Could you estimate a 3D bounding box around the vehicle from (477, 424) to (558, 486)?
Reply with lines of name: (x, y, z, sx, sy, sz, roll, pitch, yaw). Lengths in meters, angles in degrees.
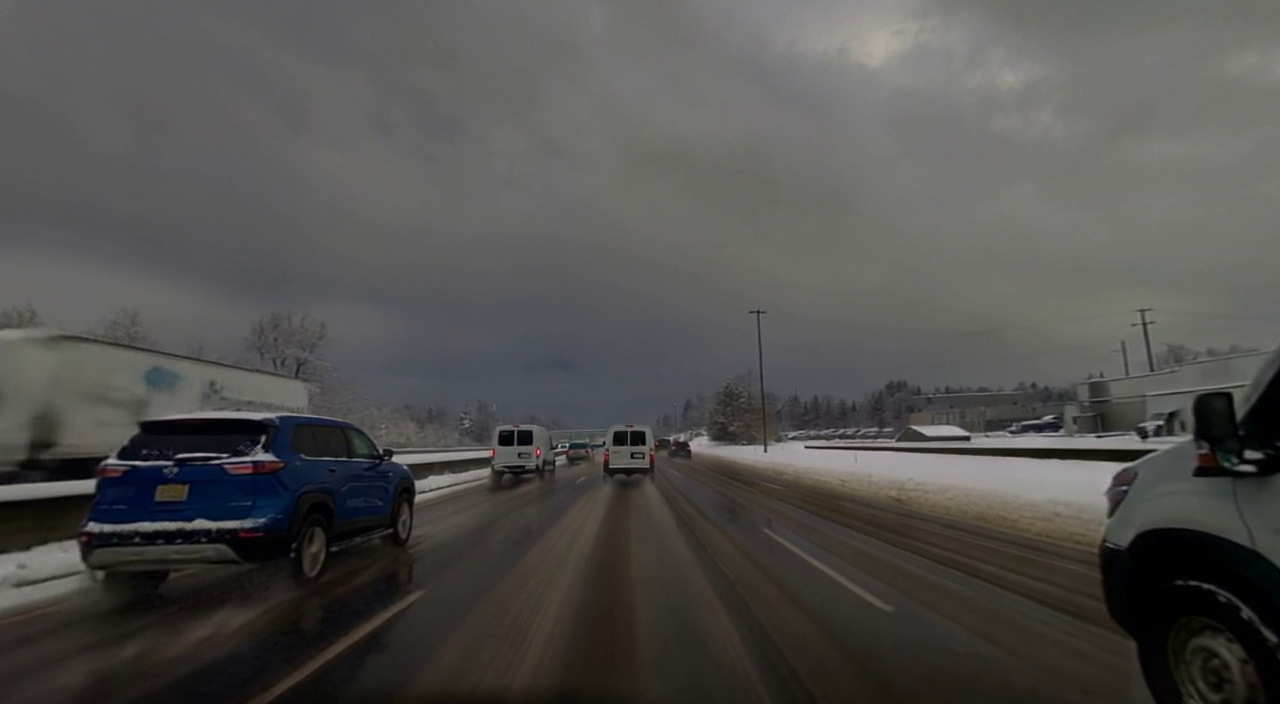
vehicle: (-4.200, 3.600, 22.296, 2.038, 1.936, 4.300, 0, -8, -1)

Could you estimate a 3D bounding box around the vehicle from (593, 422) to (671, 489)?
vehicle: (-0.313, 3.349, 20.730, 2.304, 1.925, 4.282, 0, -8, -2)

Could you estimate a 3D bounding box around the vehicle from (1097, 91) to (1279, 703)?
vehicle: (3.924, -0.048, 0.659, 2.427, 2.652, 5.769, 0, -8, 0)

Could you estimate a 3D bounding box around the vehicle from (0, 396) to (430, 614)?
vehicle: (-4.122, 1.518, 7.243, 1.972, 1.703, 4.333, 0, -8, -1)
